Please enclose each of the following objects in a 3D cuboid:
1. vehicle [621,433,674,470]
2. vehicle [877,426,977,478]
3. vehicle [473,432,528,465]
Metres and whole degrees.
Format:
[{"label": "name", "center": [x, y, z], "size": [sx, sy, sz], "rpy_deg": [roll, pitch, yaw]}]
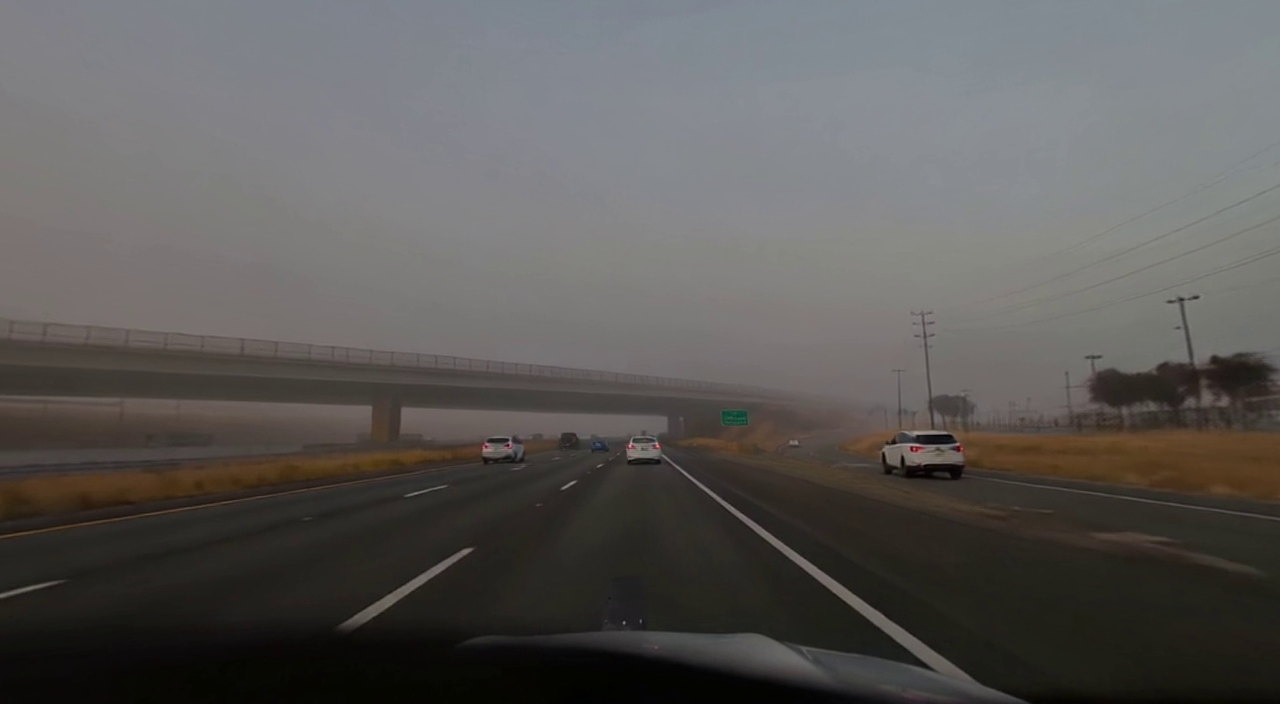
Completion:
[{"label": "vehicle", "center": [0.266, 4.368, 27.847], "size": [2.145, 1.493, 4.146], "rpy_deg": [0, -8, -1]}, {"label": "vehicle", "center": [10.539, 3.705, 23.607], "size": [2.095, 1.674, 4.530], "rpy_deg": [1, -8, 7]}, {"label": "vehicle", "center": [-7.614, 5.336, 34.931], "size": [2.067, 1.682, 4.388], "rpy_deg": [0, -8, 0]}]
